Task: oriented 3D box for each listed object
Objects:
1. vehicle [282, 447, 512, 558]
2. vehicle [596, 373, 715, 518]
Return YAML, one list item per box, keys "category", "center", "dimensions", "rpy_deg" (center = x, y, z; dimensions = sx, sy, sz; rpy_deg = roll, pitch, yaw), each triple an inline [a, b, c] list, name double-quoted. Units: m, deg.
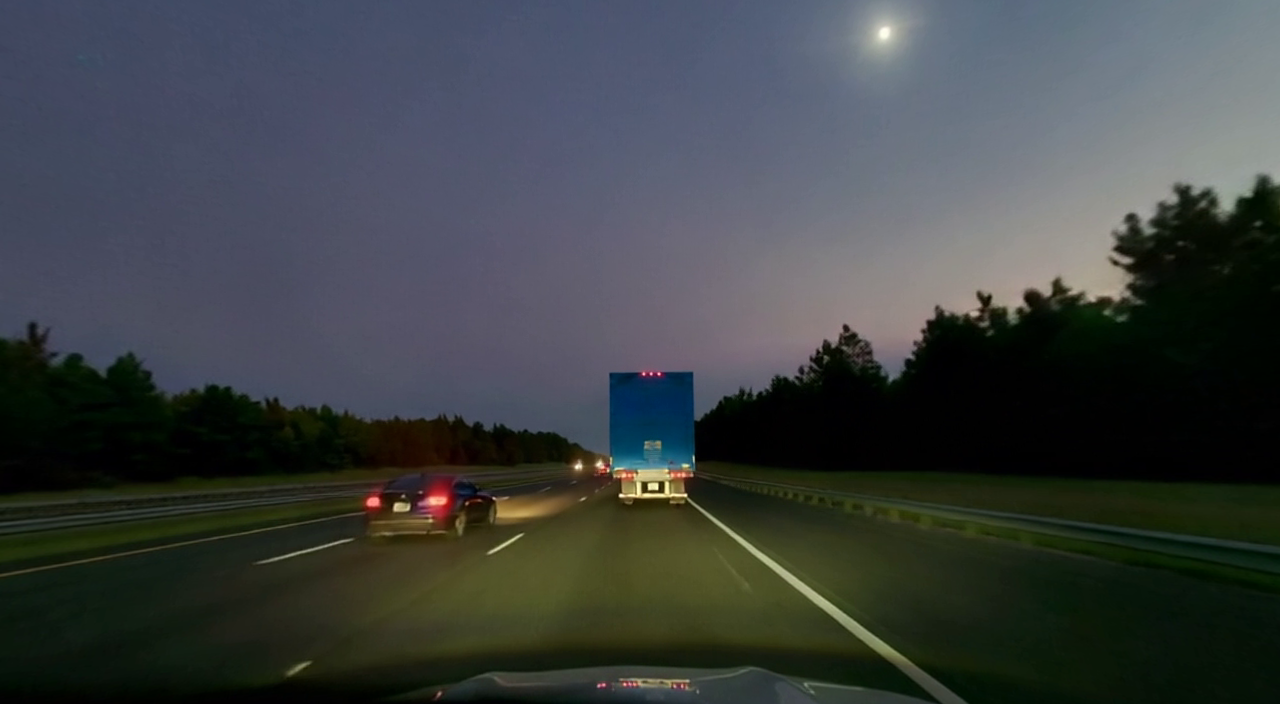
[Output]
- category: "vehicle"
  center: [-3.880, 2.534, 11.214]
  dimensions: [2.079, 1.506, 4.821]
  rpy_deg: [0, -10, 1]
- category: "vehicle"
  center: [0.422, 3.224, 20.958]
  dimensions: [3.008, 3.678, 9.512]
  rpy_deg: [1, -10, 0]
